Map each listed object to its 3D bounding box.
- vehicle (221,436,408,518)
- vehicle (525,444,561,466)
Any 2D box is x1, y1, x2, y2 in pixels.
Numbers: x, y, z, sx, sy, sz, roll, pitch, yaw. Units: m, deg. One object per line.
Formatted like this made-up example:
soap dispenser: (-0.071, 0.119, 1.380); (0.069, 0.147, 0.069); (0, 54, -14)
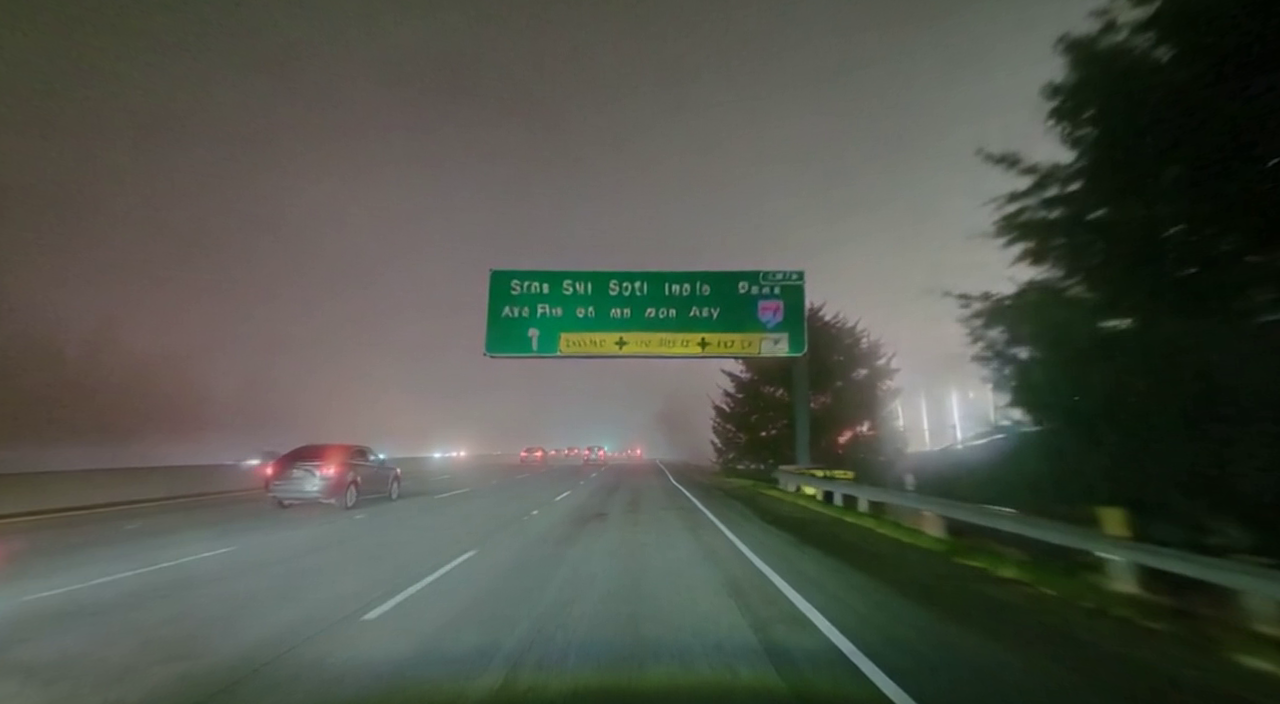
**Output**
vehicle: (-7.534, 2.914, 15.261); (2.071, 1.661, 4.540); (0, -9, 0)
vehicle: (-7.622, 8.149, 49.851); (2.075, 1.642, 4.638); (0, -9, 0)
